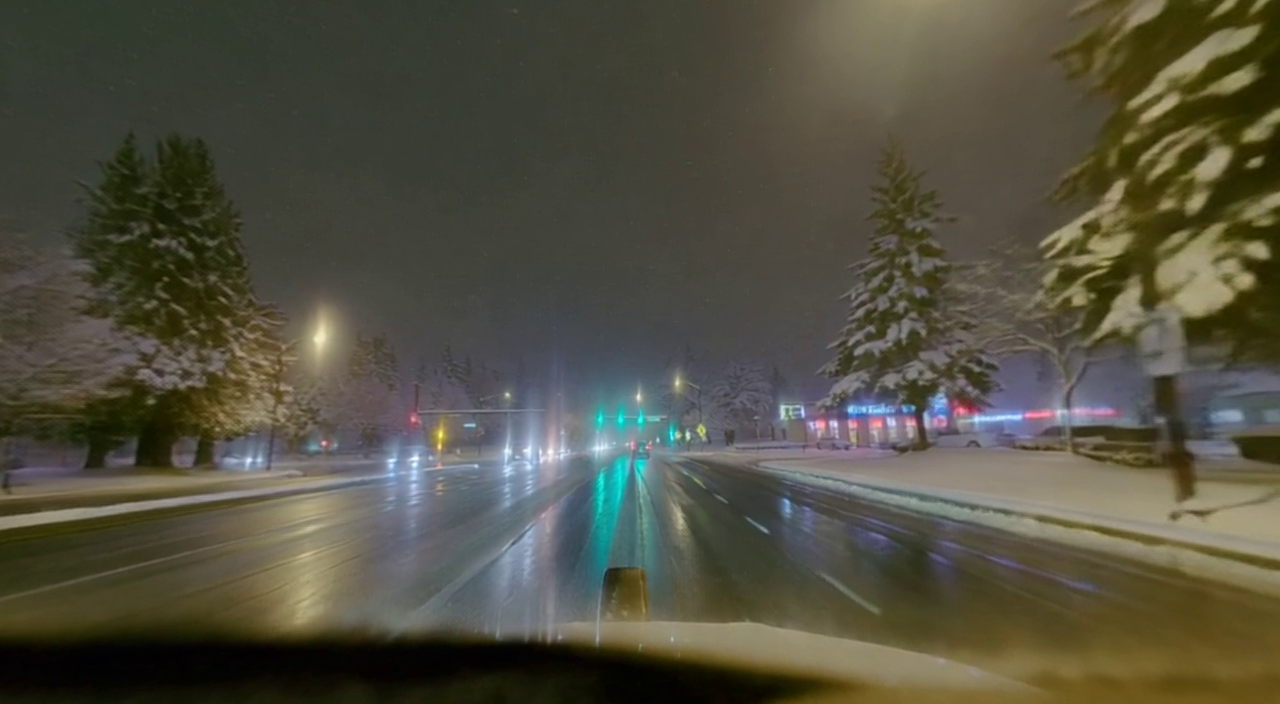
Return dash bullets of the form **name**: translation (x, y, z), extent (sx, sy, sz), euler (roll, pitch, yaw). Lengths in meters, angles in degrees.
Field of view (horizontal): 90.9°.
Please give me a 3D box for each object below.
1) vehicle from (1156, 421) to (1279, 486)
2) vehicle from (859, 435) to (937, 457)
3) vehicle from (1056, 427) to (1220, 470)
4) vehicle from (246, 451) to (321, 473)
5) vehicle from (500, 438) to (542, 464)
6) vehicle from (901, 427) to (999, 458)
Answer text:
- **vehicle**: translation (17.522, 2.758, 17.590), extent (4.512, 1.459, 1.916), euler (-3, -6, -2)
- **vehicle**: translation (16.887, 6.182, 41.487), extent (1.796, 1.351, 4.358), euler (6, -11, -37)
- **vehicle**: translation (17.673, 3.444, 22.532), extent (4.211, 1.418, 1.907), euler (0, -9, 0)
- **vehicle**: translation (-27.243, 8.415, 48.256), extent (4.805, 1.537, 1.936), euler (-2, -9, 11)
- **vehicle**: translation (-7.877, 6.615, 42.194), extent (2.231, 1.650, 5.052), euler (0, -9, -4)
- **vehicle**: translation (17.441, 5.136, 35.619), extent (4.498, 1.671, 1.887), euler (-1, -8, 3)
